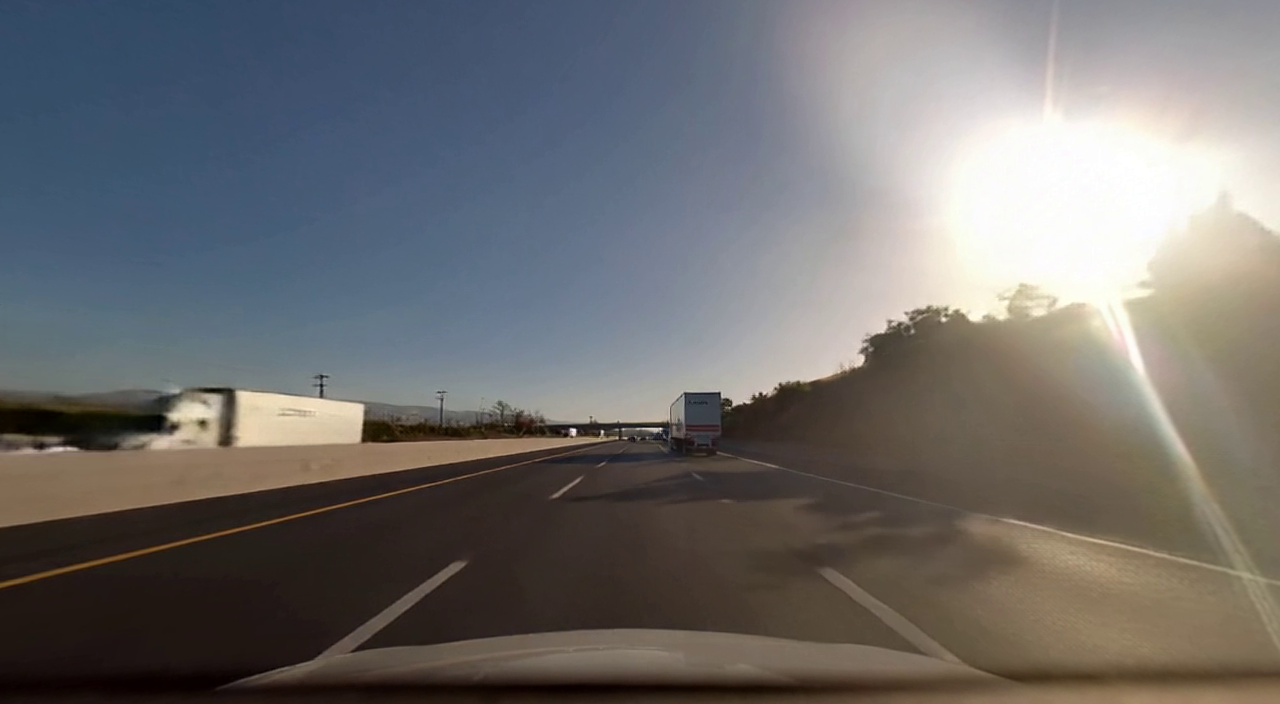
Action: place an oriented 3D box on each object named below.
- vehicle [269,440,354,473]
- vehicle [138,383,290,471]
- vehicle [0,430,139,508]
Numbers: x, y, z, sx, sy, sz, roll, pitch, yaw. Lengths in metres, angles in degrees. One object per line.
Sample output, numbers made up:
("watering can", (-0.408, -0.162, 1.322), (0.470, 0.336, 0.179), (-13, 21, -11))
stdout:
("vehicle", (-16.168, 5.129, 31.188), (1.835, 1.485, 4.359), (0, -8, 0))
("vehicle", (-20.344, 3.701, 30.599), (2.996, 3.848, 6.056), (0, -8, 0))
("vehicle", (-13.737, 2.517, 13.835), (1.847, 1.544, 4.263), (0, -8, 1))
